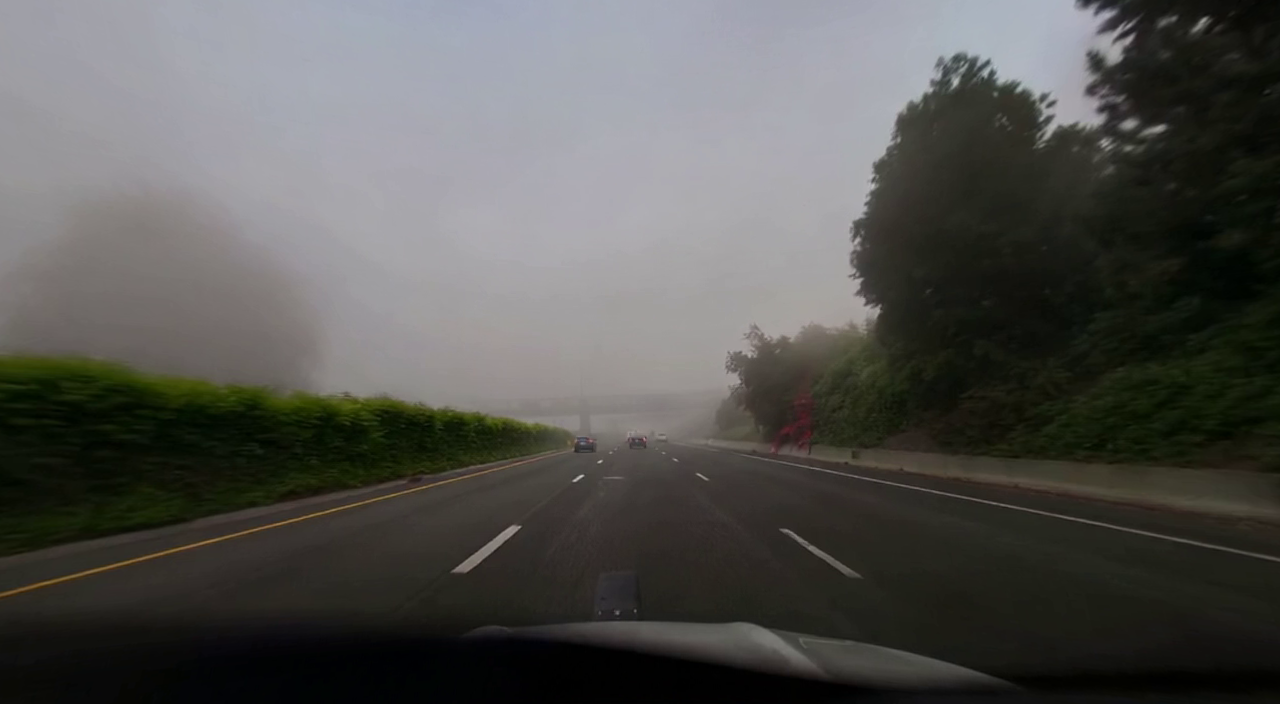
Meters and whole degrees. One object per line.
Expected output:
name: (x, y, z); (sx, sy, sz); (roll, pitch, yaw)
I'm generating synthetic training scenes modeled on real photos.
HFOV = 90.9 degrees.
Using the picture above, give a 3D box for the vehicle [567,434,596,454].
vehicle: (-4.552, 7.200, 49.556); (1.961, 1.466, 3.745); (0, -8, 0)
